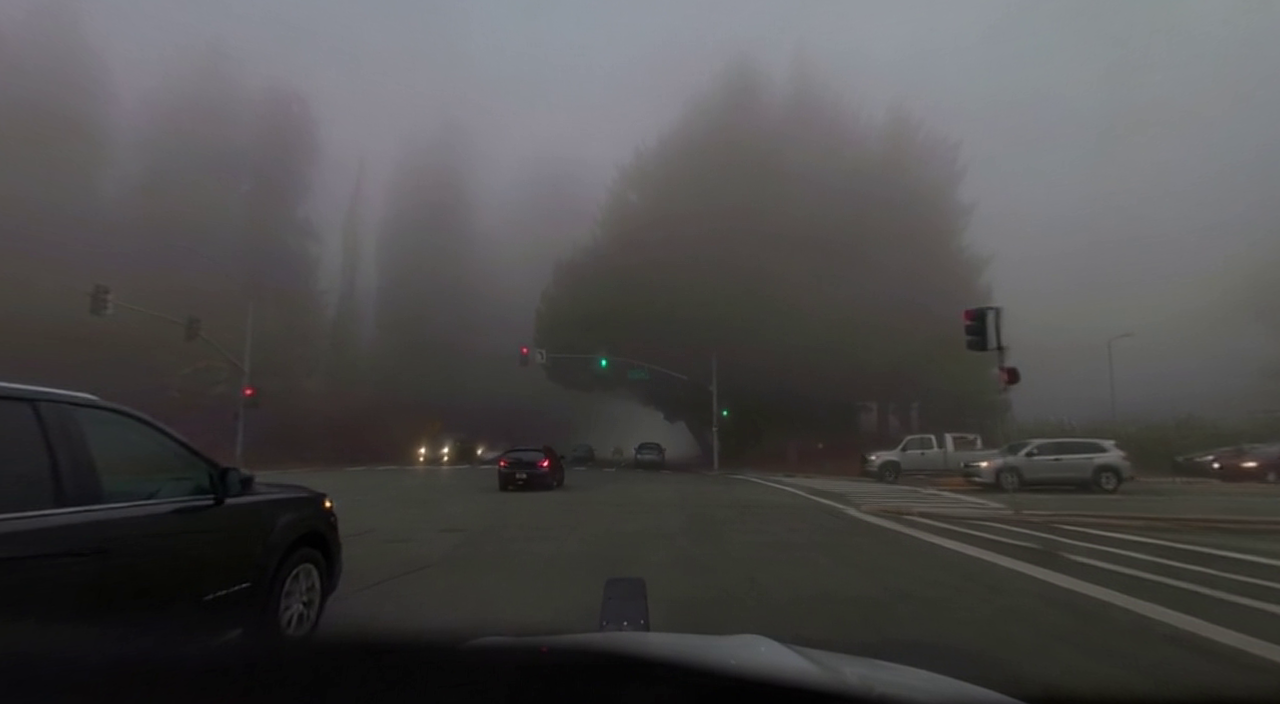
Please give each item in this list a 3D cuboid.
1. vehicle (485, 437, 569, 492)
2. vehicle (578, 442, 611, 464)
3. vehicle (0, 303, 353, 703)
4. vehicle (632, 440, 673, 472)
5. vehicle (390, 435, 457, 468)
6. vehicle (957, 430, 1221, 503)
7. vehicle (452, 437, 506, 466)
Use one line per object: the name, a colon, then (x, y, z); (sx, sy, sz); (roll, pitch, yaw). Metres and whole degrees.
vehicle: (-3.379, 3.423, 19.548); (1.960, 1.528, 3.490); (0, -8, 0)
vehicle: (-3.178, 7.143, 44.851); (2.013, 1.474, 4.393); (0, -8, 1)
vehicle: (-3.138, 0.740, 2.047); (2.190, 1.766, 4.649); (0, -8, 0)
vehicle: (0.665, 5.818, 35.394); (2.163, 1.678, 3.846); (0, -8, 0)
vehicle: (-13.461, 6.189, 39.569); (2.039, 1.904, 5.701); (0, -8, 2)
vehicle: (10.933, 2.861, 15.664); (4.875, 1.473, 2.077); (-2, -11, -1)
vehicle: (-9.905, 6.143, 39.164); (1.990, 1.658, 4.569); (0, -8, 1)
